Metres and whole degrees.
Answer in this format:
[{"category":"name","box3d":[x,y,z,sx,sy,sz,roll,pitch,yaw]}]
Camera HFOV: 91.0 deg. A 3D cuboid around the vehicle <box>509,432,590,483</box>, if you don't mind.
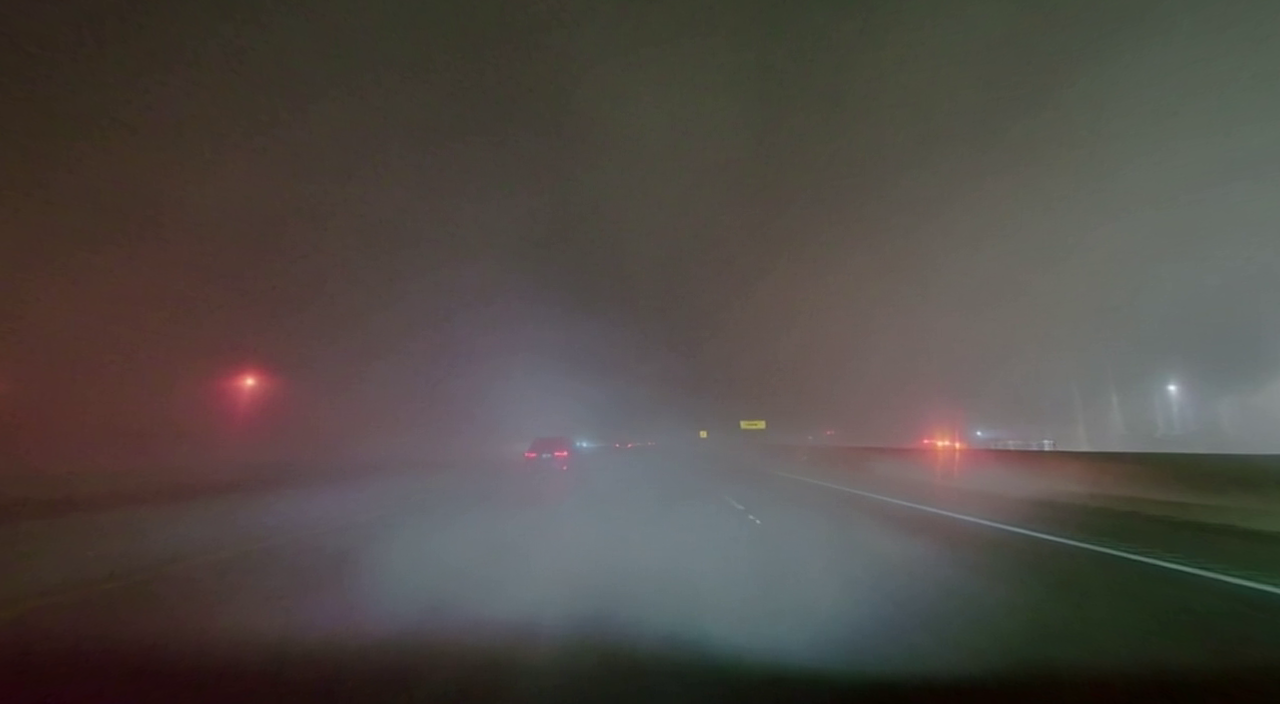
[{"category":"vehicle","box3d":[-3.062,3.687,22.412,2.053,1.587,4.855,0,-8,2]}]
